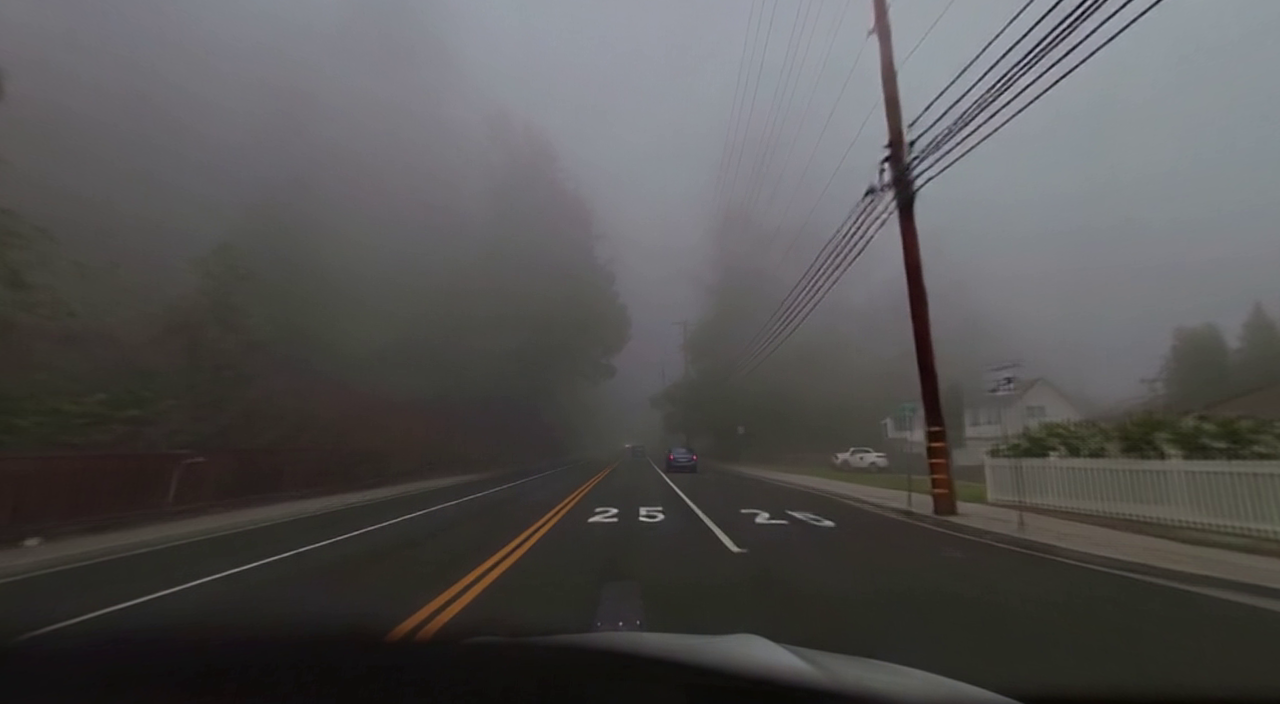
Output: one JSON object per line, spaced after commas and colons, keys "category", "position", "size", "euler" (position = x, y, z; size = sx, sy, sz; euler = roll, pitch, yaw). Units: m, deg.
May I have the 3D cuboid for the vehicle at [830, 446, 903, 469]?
{"category": "vehicle", "position": [14.441, 6.770, 40.462], "size": [3.838, 1.405, 1.992], "euler": [1, -9, -6]}

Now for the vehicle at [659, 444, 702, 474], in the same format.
{"category": "vehicle", "position": [2.052, 5.569, 33.084], "size": [1.975, 1.497, 3.647], "euler": [0, -9, 0]}
